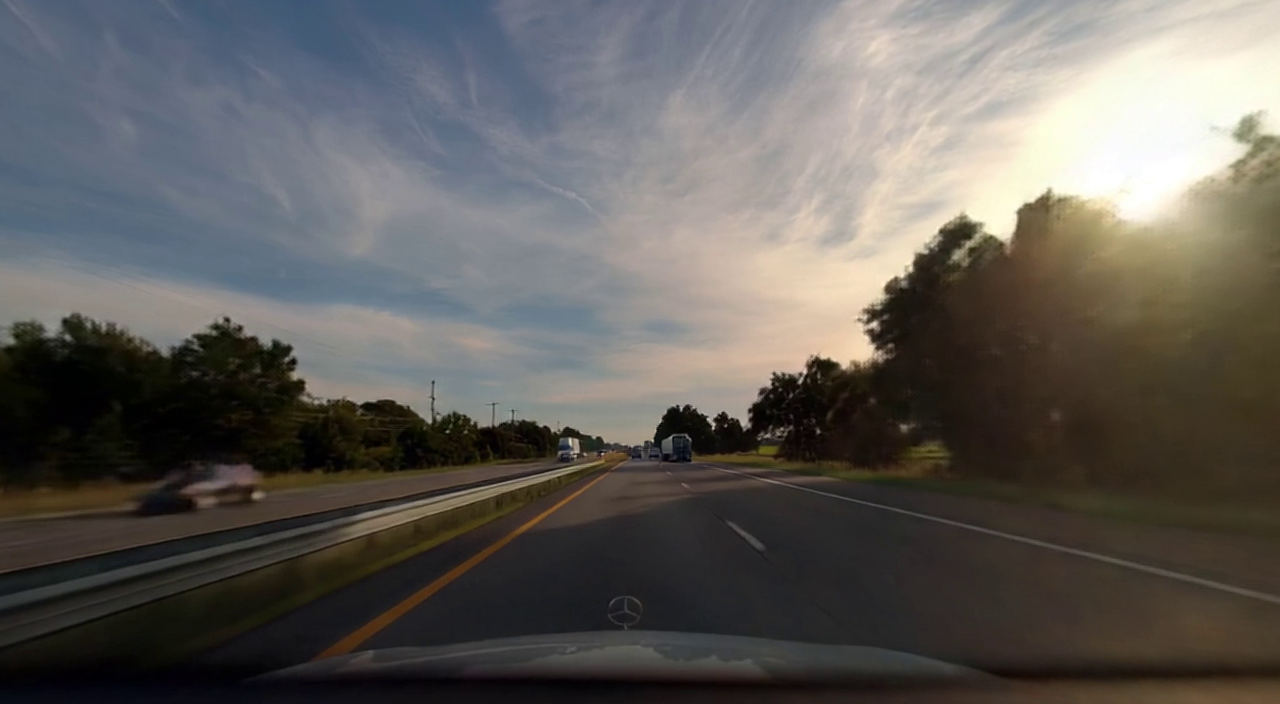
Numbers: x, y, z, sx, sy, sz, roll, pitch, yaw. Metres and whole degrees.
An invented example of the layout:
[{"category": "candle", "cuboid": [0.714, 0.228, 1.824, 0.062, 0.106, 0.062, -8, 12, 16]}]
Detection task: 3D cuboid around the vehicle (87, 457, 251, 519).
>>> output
[{"category": "vehicle", "cuboid": [-13.277, 3.822, 18.111, 1.720, 1.497, 3.857, 0, -9, 0]}]
